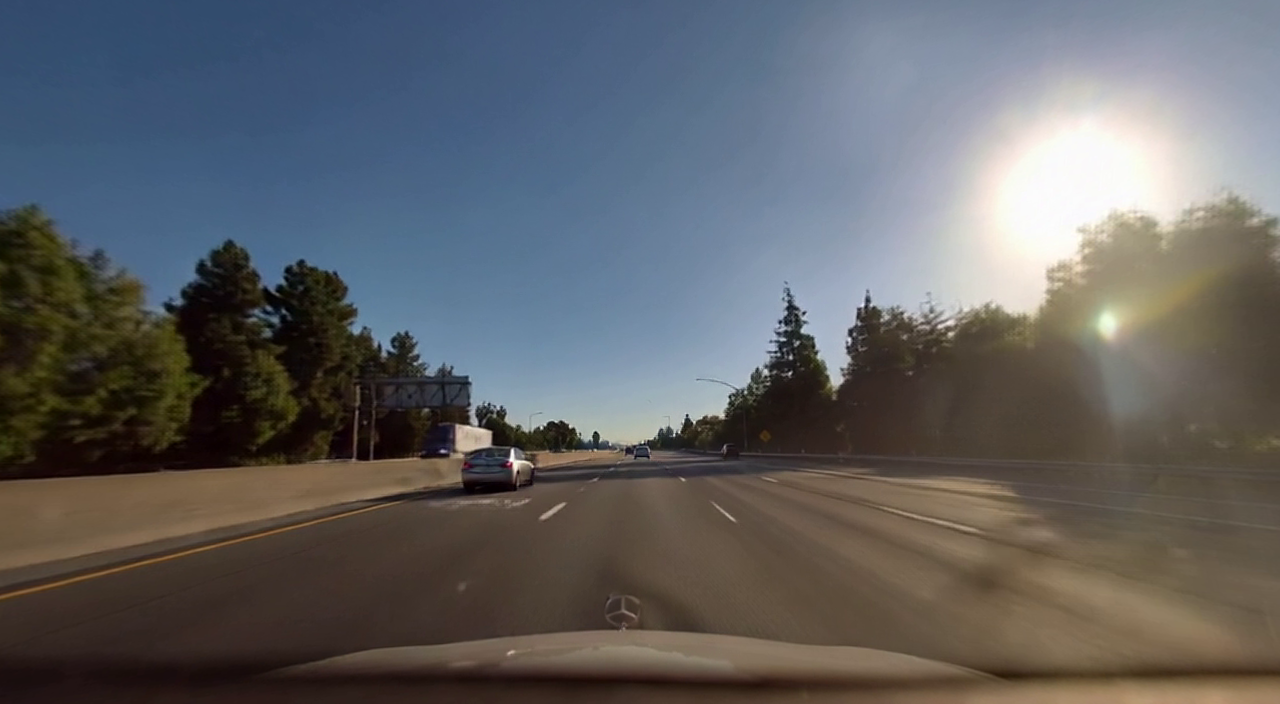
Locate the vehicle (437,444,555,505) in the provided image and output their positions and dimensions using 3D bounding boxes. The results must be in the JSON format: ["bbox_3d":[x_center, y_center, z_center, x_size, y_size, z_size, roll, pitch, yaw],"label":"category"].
[{"bbox_3d":[-3.865,3.371,17.810,2.162,1.493,4.583,0,-9,1],"label":"vehicle"}]
